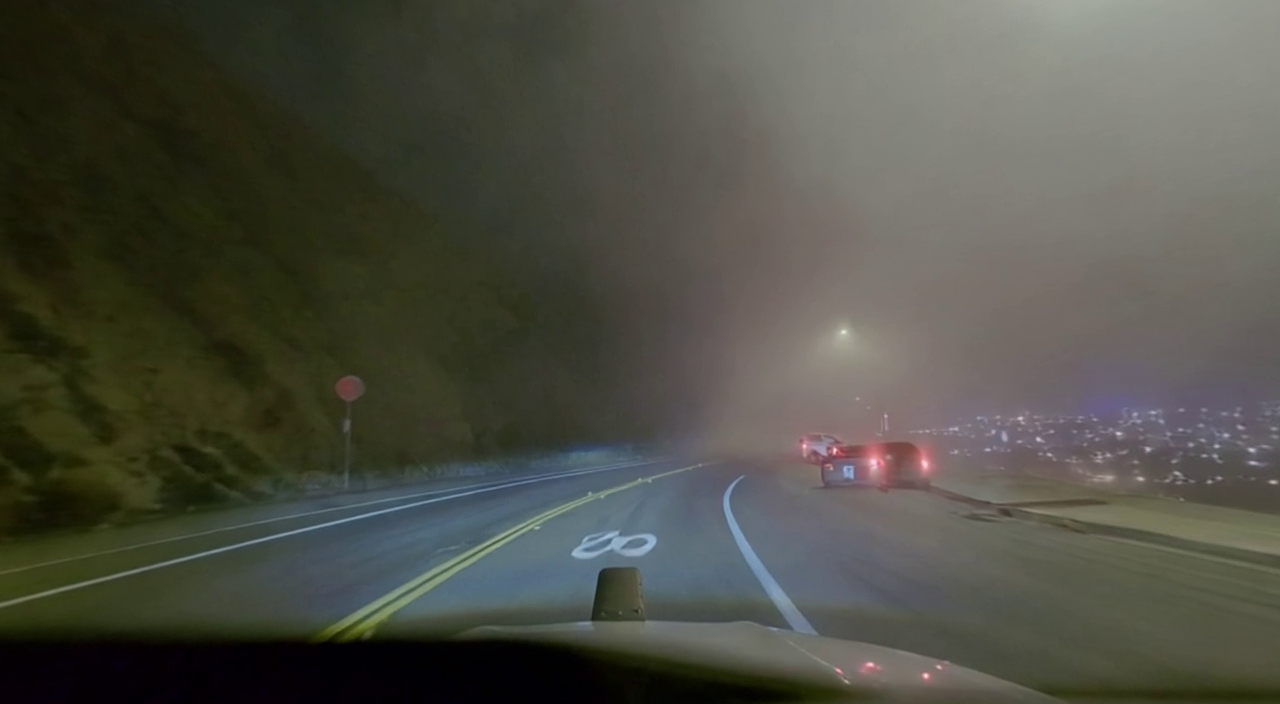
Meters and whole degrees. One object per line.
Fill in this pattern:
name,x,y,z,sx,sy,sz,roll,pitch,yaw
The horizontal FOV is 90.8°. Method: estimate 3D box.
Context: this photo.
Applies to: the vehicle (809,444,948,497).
vehicle,8.441,4.104,22.242,4.963,1.585,2.155,7,-9,-35
